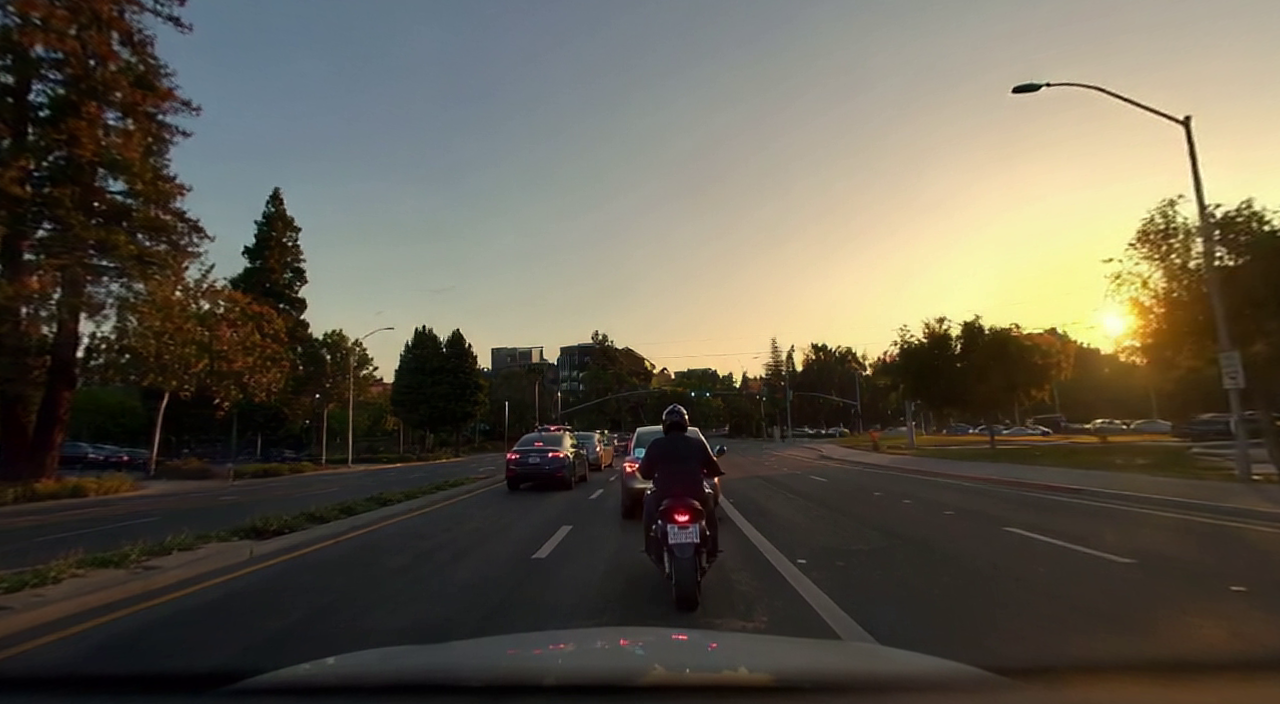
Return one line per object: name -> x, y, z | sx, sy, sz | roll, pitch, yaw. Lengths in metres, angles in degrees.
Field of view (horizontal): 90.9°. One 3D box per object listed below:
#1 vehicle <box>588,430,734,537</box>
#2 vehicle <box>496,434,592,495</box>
vehicle -> 0.370, 2.151, 11.061 | 2.009, 1.450, 4.608 | -1, -8, 2
vehicle -> -2.535, 3.082, 17.628 | 1.979, 1.499, 3.840 | -1, -8, 2
